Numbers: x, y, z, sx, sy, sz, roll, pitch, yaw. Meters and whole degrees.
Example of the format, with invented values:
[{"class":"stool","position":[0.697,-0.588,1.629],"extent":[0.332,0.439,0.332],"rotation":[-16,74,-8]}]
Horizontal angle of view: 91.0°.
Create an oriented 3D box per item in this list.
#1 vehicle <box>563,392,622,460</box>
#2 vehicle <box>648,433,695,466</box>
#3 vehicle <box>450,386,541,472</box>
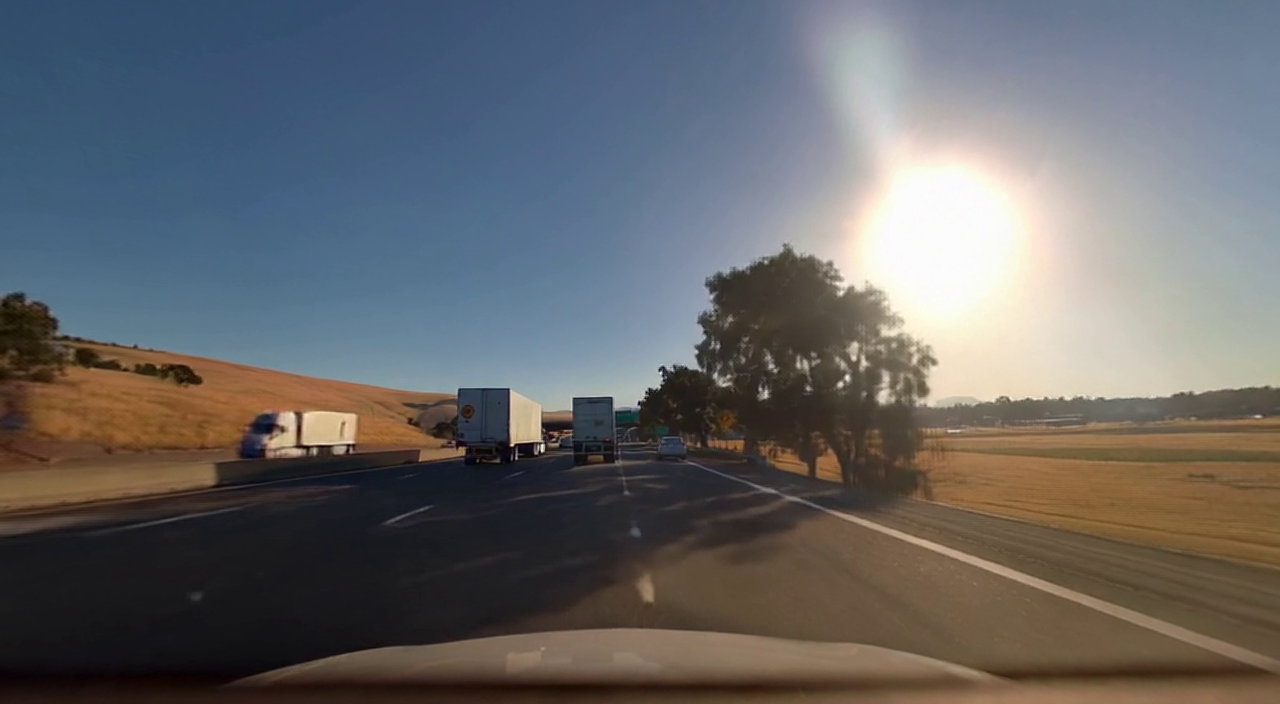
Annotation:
[{"class":"vehicle","position":[-3.377,5.624,46.449],"extent":[3.475,4.037,17.454],"rotation":[0,-8,-4]},{"class":"vehicle","position":[1.477,4.726,30.628],"extent":[1.891,1.477,3.599],"rotation":[0,-8,-3]},{"class":"vehicle","position":[-6.310,3.527,28.623],"extent":[2.728,3.405,7.096],"rotation":[0,-8,-3]}]
